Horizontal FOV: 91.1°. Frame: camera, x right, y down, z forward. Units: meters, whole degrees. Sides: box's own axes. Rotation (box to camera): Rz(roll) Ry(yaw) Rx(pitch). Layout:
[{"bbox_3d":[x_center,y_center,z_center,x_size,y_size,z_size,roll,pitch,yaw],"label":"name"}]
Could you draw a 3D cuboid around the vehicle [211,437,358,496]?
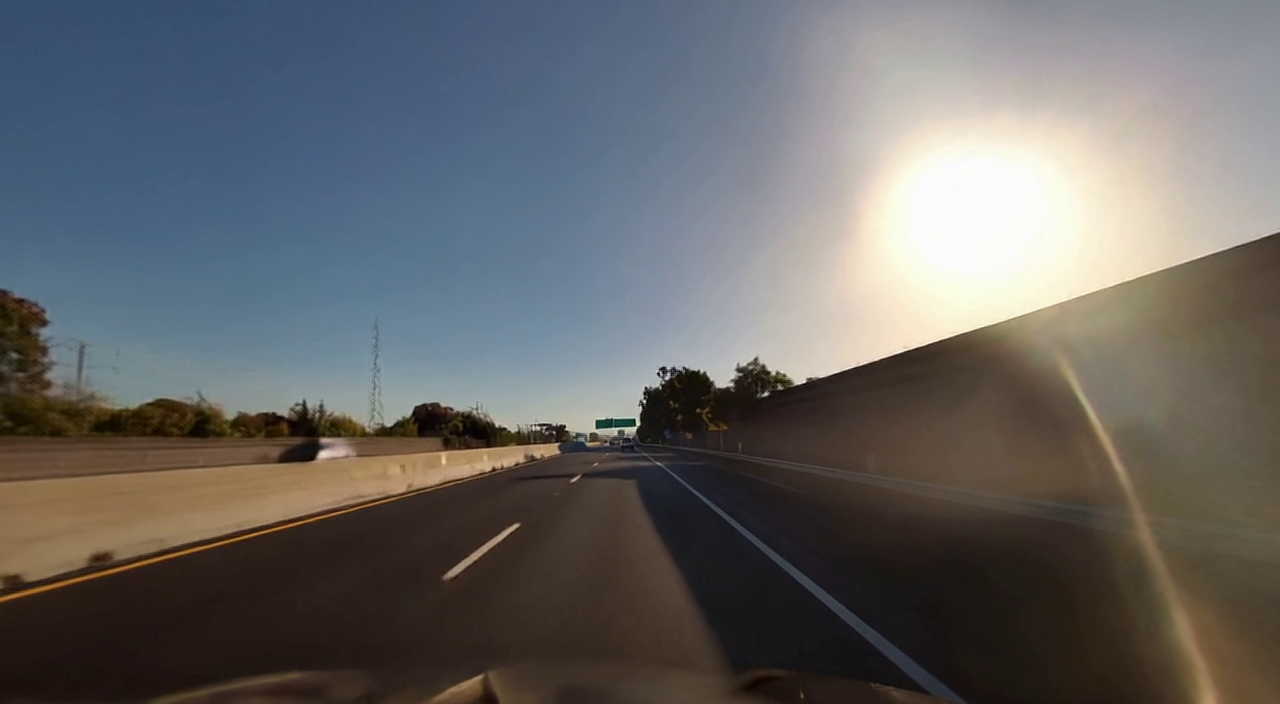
[{"bbox_3d":[-10.297,3.296,18.631,1.889,1.554,4.163,0,-8,0],"label":"vehicle"}]
